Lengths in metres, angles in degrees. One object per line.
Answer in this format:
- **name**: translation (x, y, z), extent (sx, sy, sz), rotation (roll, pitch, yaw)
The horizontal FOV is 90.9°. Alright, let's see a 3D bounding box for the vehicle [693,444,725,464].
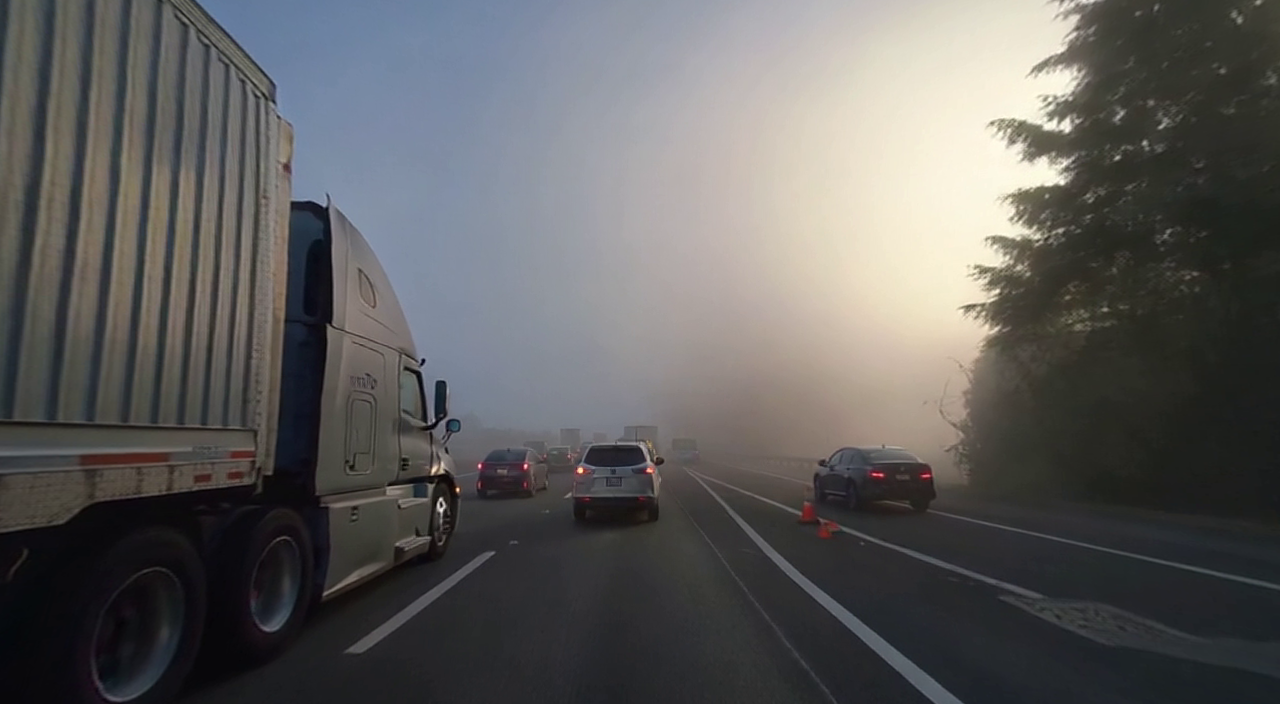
- **vehicle**: translation (5.309, 7.928, 49.231), extent (1.918, 1.479, 4.571), rotation (0, -9, -1)

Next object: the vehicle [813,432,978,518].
- **vehicle**: translation (5.374, 2.612, 13.897), extent (1.937, 1.601, 3.798), rotation (0, -9, -2)

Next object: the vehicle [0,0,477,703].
- **vehicle**: translation (-3.741, -0.476, 1.068), extent (2.857, 4.063, 16.026), rotation (0, -8, -1)

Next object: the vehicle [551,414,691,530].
- **vehicle**: translation (-0.304, 2.151, 11.762), extent (2.152, 1.779, 3.924), rotation (0, -9, 0)
